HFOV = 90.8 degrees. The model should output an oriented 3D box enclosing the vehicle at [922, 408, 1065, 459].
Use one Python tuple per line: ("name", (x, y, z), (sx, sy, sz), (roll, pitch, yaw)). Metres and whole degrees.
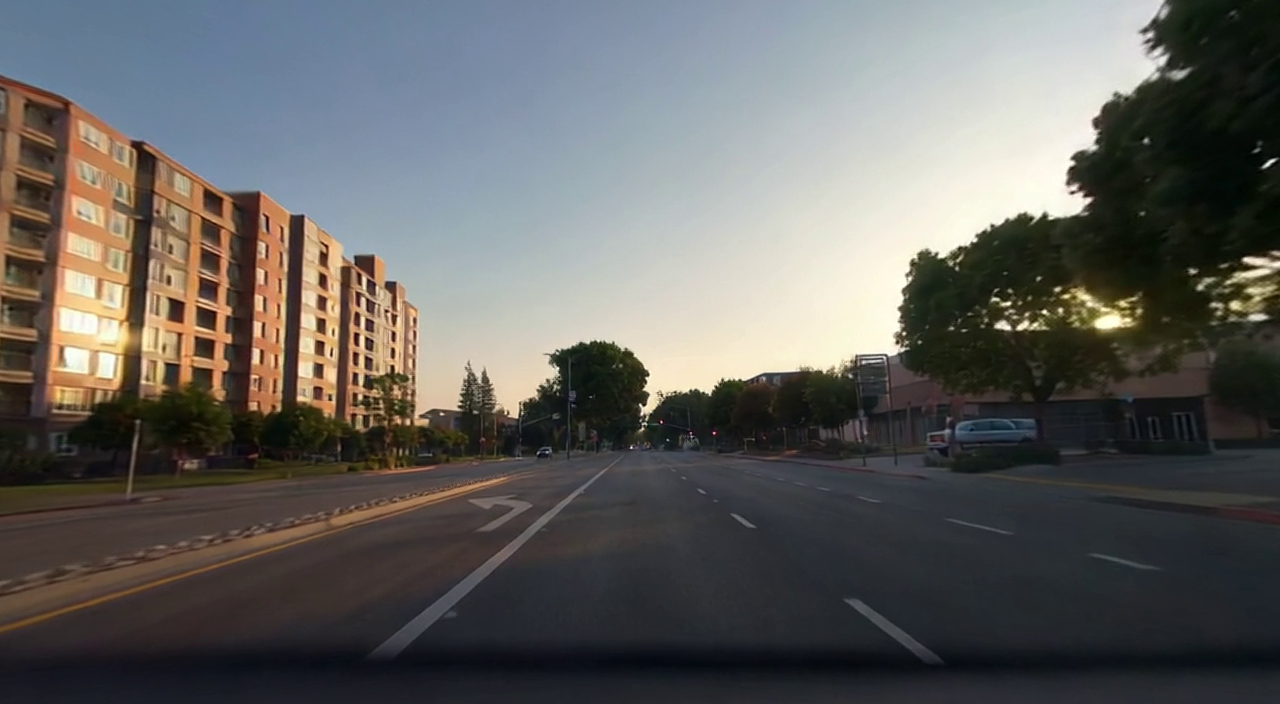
("vehicle", (19.642, 4.585, 35.356), (6.543, 2.736, 2.324), (0, -9, -2))
